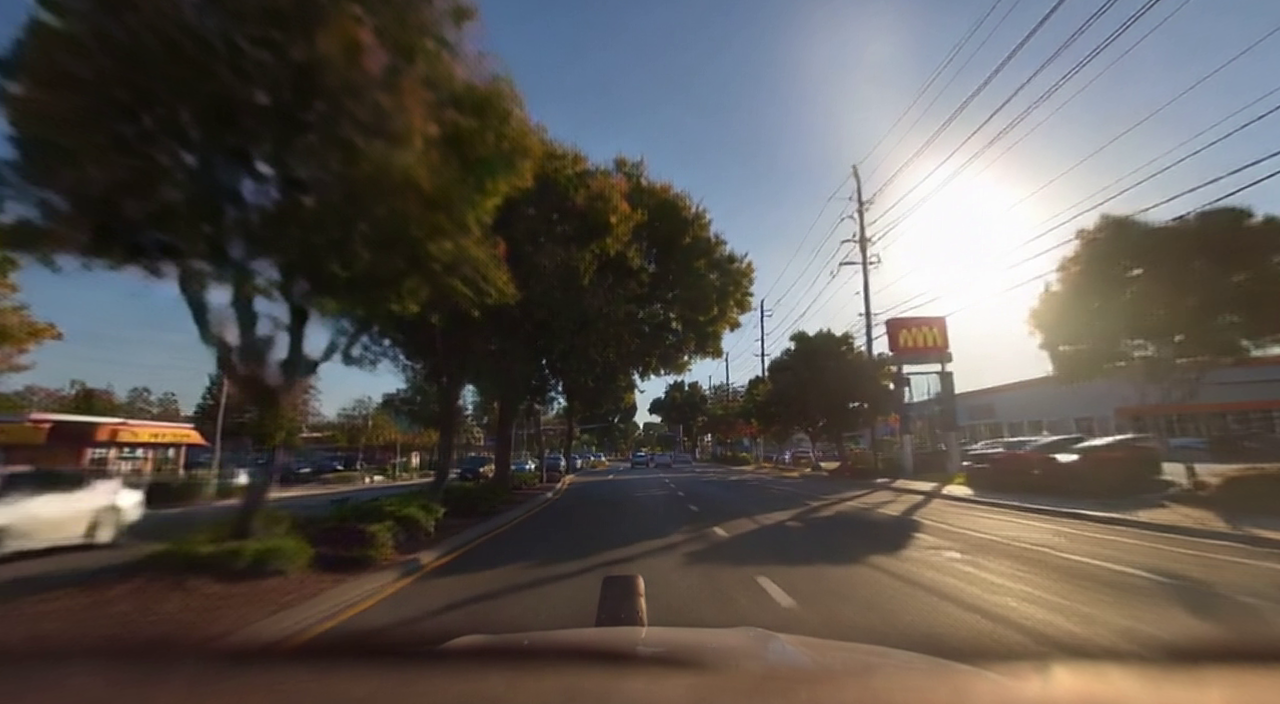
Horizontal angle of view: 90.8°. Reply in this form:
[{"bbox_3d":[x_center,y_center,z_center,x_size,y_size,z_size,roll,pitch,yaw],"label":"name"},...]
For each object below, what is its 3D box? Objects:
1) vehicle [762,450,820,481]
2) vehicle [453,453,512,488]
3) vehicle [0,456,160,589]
[{"bbox_3d":[9.405,7.104,39.915,2.358,1.785,5.404,0,-9,0],"label":"vehicle"},{"bbox_3d":[-8.534,6.425,34.622,2.113,1.703,4.459,0,-9,-1],"label":"vehicle"},{"bbox_3d":[-8.662,2.075,7.634,2.043,1.536,4.682,0,-9,0],"label":"vehicle"}]
